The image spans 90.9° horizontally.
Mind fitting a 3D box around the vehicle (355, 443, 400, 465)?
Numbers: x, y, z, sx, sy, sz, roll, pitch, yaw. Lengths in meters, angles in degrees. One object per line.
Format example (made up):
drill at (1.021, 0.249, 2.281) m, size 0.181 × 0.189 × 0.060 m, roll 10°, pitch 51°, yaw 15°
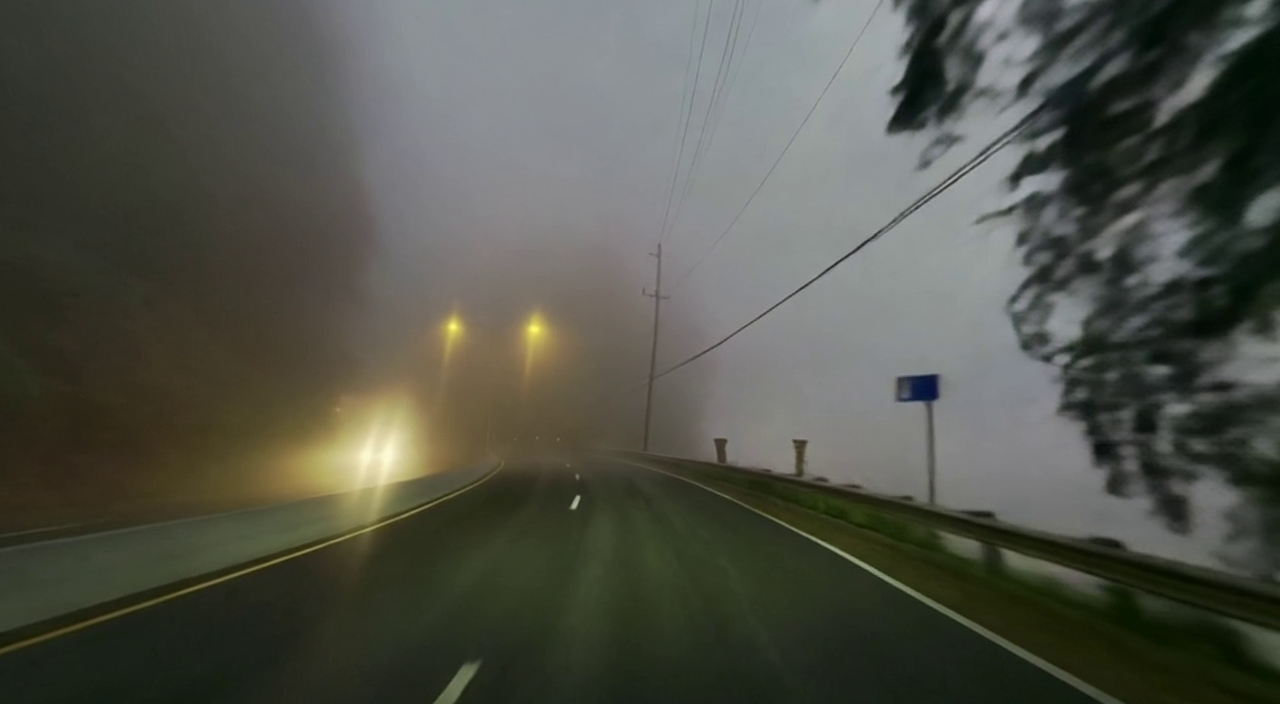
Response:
vehicle at (-18.363, 7.152, 44.258) m, size 1.998 × 1.430 × 4.755 m, roll 2°, pitch -8°, yaw -12°
